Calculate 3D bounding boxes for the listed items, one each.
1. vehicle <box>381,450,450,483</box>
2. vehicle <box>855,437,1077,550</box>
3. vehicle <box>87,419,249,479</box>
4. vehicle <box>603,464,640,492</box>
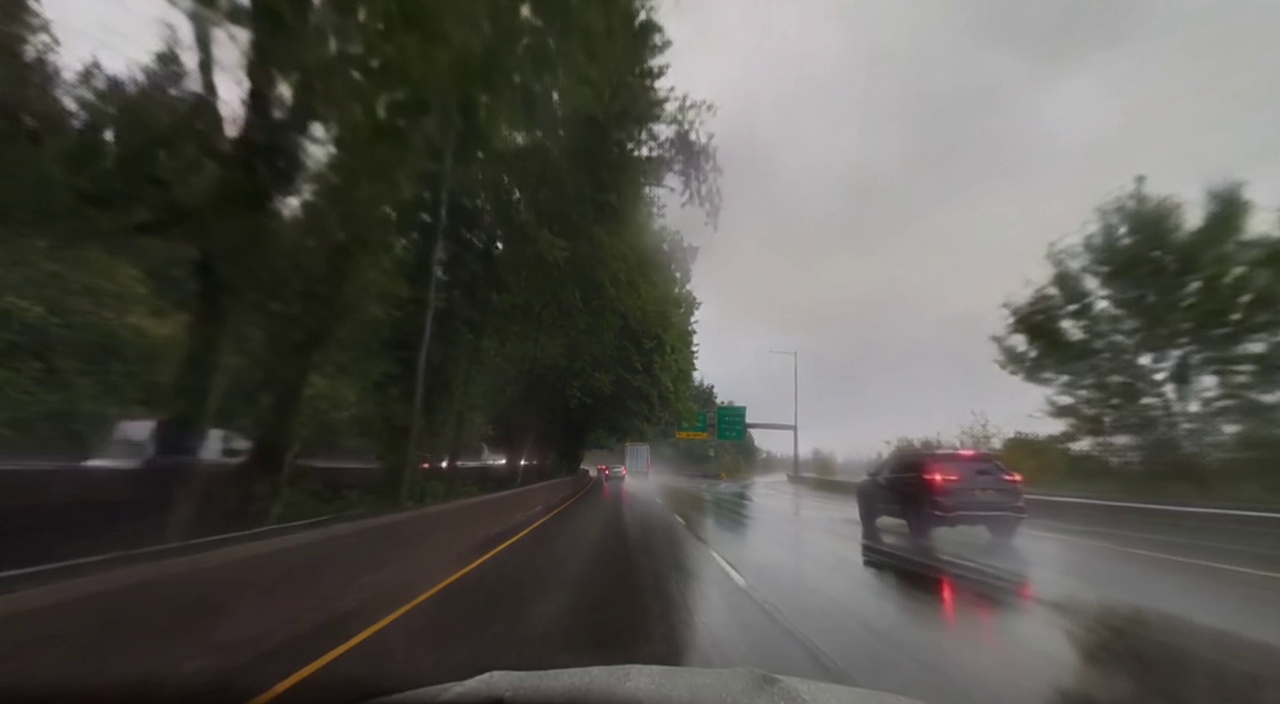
[{"bbox_3d":[-11.955,6.166,33.938,1.952,1.618,4.859,1,-10,-1],"label":"vehicle"},{"bbox_3d":[6.134,2.738,12.689,1.998,1.776,4.663,1,-10,0],"label":"vehicle"},{"bbox_3d":[-33.330,7.180,45.495,2.954,3.720,11.544,1,-11,-1],"label":"vehicle"},{"bbox_3d":[-1.091,7.235,36.346,1.987,1.467,3.903,1,-10,-2],"label":"vehicle"}]
